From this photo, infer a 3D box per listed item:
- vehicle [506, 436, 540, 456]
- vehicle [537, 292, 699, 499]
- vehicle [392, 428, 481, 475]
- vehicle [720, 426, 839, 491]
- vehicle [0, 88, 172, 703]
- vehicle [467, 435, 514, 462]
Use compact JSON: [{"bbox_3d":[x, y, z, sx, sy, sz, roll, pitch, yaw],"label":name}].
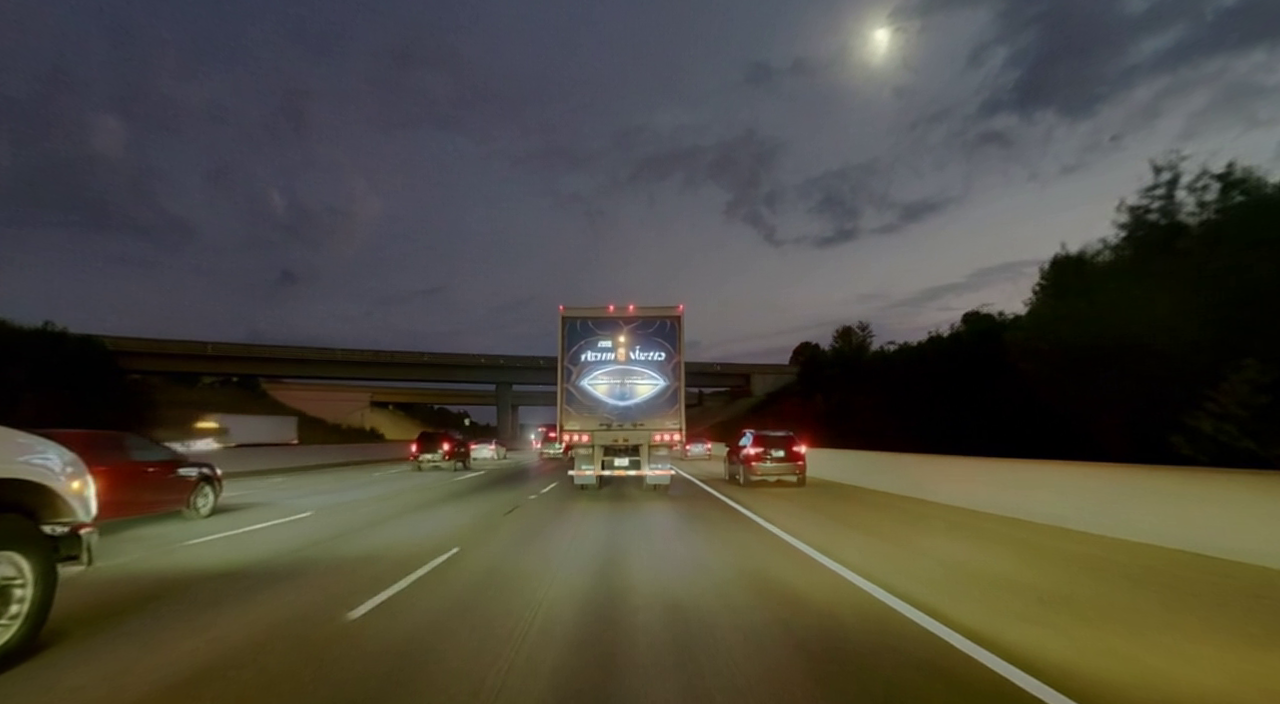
[{"bbox_3d":[-8.988,7.262,48.642,1.928,1.474,3.588,0,-8,0],"label":"vehicle"},{"bbox_3d":[-0.596,1.434,16.463,2.911,3.787,9.905,0,-8,-2],"label":"vehicle"},{"bbox_3d":[-7.989,3.939,25.216,2.057,1.698,4.550,0,-8,0],"label":"vehicle"},{"bbox_3d":[3.565,2.807,17.045,2.003,1.519,4.580,0,-8,-3],"label":"vehicle"},{"bbox_3d":[-3.636,0.072,0.206,2.660,2.637,5.634,0,-8,-2],"label":"vehicle"},{"bbox_3d":[-8.772,5.677,37.143,1.845,1.488,3.656,0,-8,0],"label":"vehicle"}]
